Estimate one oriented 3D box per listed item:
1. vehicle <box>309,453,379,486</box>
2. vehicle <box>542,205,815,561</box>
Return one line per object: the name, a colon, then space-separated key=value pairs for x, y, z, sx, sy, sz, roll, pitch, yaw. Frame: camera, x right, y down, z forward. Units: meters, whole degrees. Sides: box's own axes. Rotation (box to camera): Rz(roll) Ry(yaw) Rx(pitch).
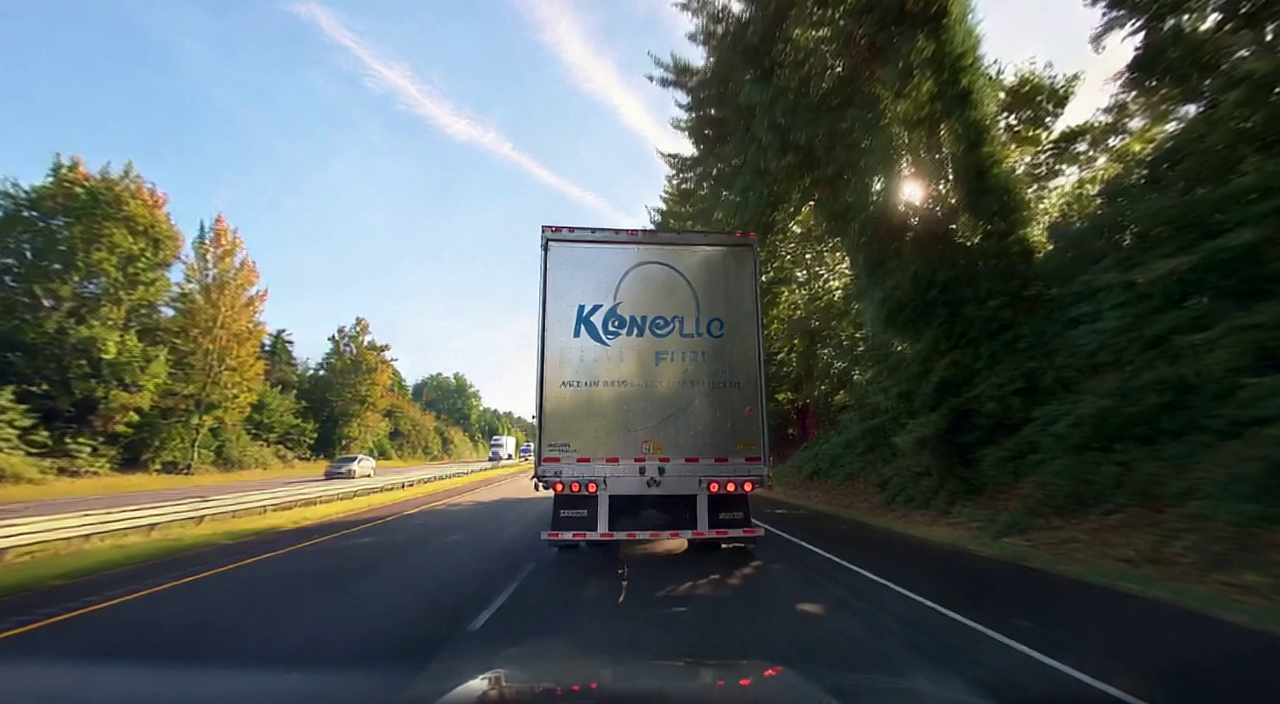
vehicle: x=-13.449 y=5.338 z=28.828 sx=1.676 sy=1.390 sz=3.433 roll=0 pitch=-9 yaw=-4
vehicle: x=0.229 y=1.425 z=14.868 sx=3.230 sy=4.377 sz=14.405 roll=0 pitch=-9 yaw=-2
